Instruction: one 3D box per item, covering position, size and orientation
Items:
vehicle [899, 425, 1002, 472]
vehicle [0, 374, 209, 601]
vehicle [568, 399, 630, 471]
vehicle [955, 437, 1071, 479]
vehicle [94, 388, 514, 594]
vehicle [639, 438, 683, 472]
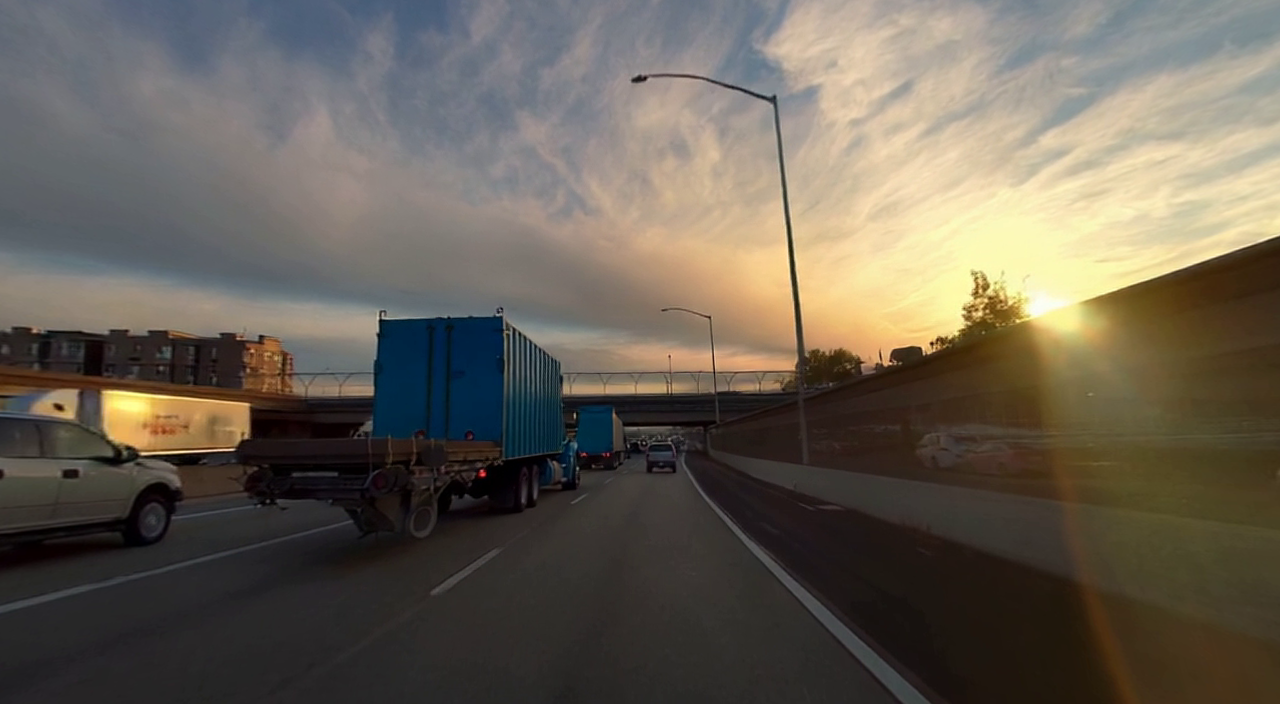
[{"bbox_3d":[14.758,4.655,30.399,2.241,2.052,5.864,-1,-9,3],"label":"vehicle"},{"bbox_3d":[-6.751,1.192,5.514,2.323,1.959,5.038,0,-9,1],"label":"vehicle"},{"bbox_3d":[-2.340,5.293,39.601,3.073,3.894,9.782,0,-9,1],"label":"vehicle"},{"bbox_3d":[14.403,4.112,24.687,1.859,1.452,4.749,-1,-9,3],"label":"vehicle"},{"bbox_3d":[-3.348,1.508,7.371,2.896,1.779,3.441,-1,-9,3],"label":"vehicle"},{"bbox_3d":[1.110,5.362,32.812,2.178,1.640,4.071,-1,-9,2],"label":"vehicle"}]
